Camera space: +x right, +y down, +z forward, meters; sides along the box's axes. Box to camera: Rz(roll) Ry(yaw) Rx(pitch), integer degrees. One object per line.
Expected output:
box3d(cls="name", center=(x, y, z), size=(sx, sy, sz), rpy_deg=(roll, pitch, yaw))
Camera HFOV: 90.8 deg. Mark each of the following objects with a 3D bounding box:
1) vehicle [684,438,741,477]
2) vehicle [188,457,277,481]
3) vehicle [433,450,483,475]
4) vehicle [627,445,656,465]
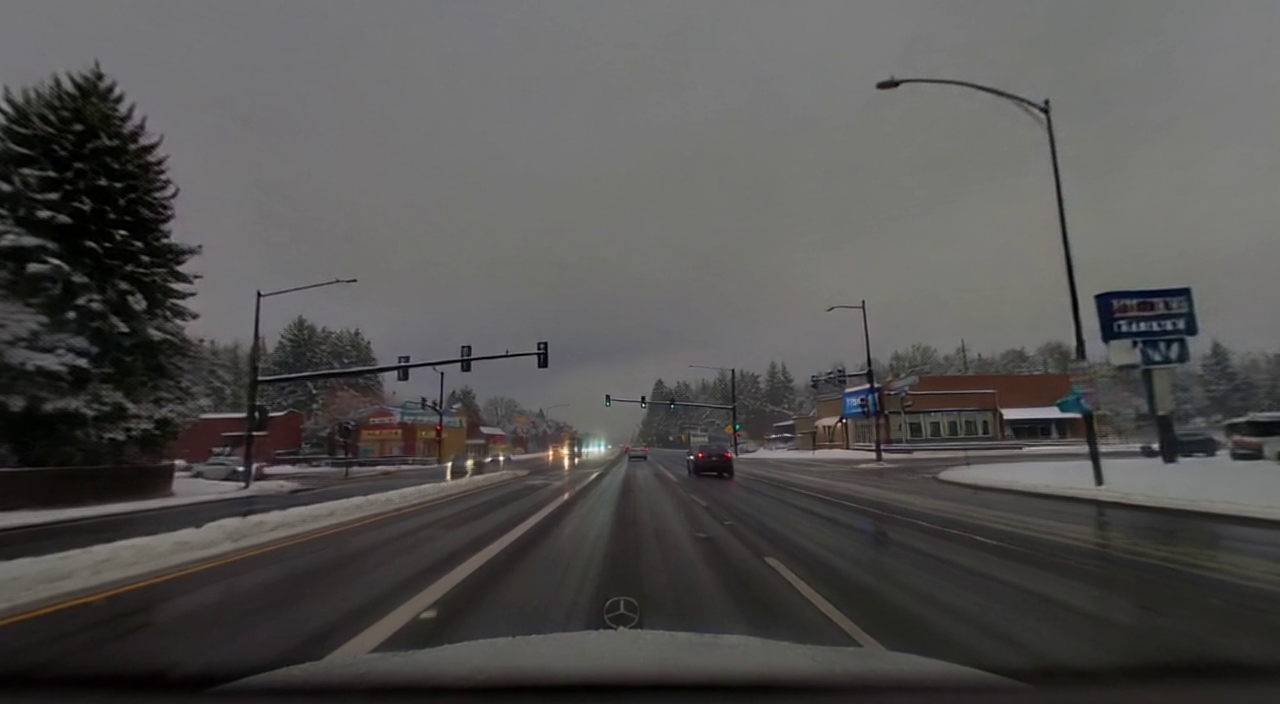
box3d(cls="vehicle", center=(3.311, 4.924, 29.724), size=(2.022, 1.643, 4.326), rpy_deg=(0, -8, -2))
box3d(cls="vehicle", center=(-30.680, 8.836, 47.686), size=(5.007, 1.652, 2.378), rpy_deg=(0, -8, -1))
box3d(cls="vehicle", center=(-11.799, 7.167, 41.344), size=(1.891, 1.481, 4.533), rpy_deg=(0, -8, 0))
box3d(cls="vehicle", center=(0.094, 7.888, 48.556), size=(2.135, 1.468, 4.076), rpy_deg=(0, -8, -1))
